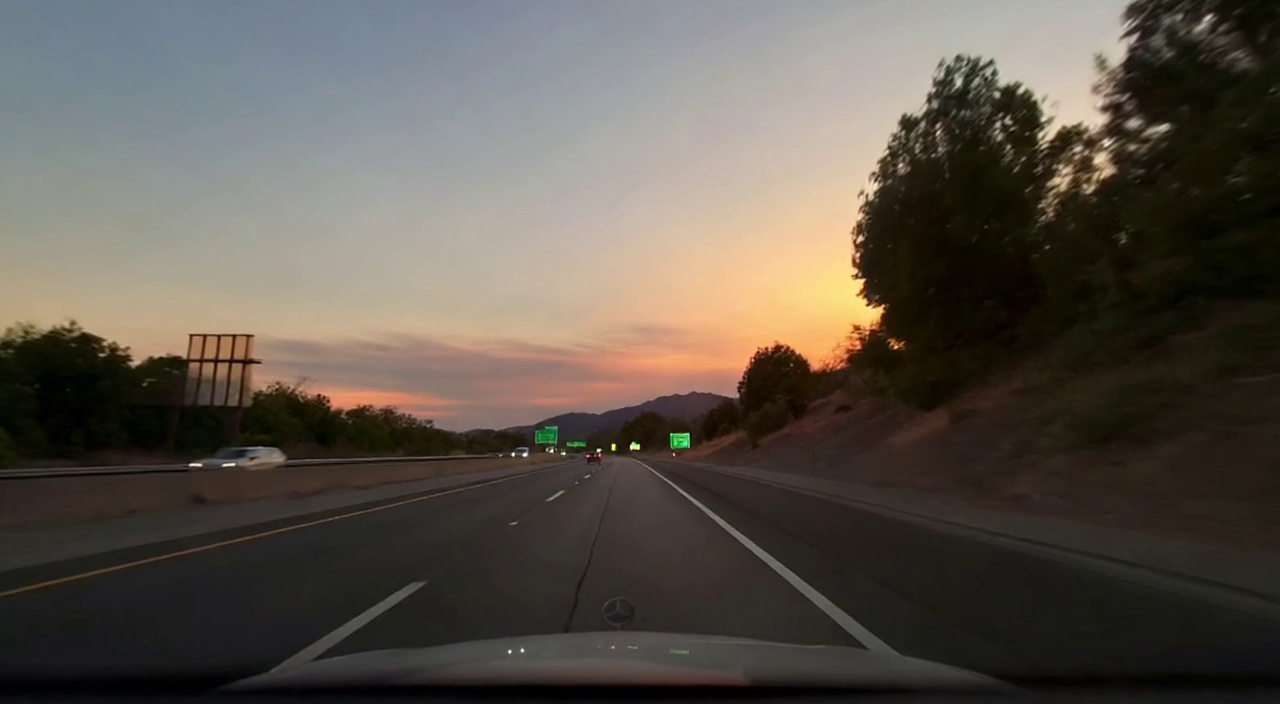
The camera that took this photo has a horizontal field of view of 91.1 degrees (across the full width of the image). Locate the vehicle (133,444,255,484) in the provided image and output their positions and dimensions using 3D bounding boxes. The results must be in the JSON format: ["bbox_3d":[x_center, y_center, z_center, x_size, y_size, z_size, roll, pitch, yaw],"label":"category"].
[{"bbox_3d":[-17.858,4.497,25.472,1.842,1.446,4.224,0,-9,0],"label":"vehicle"}]
